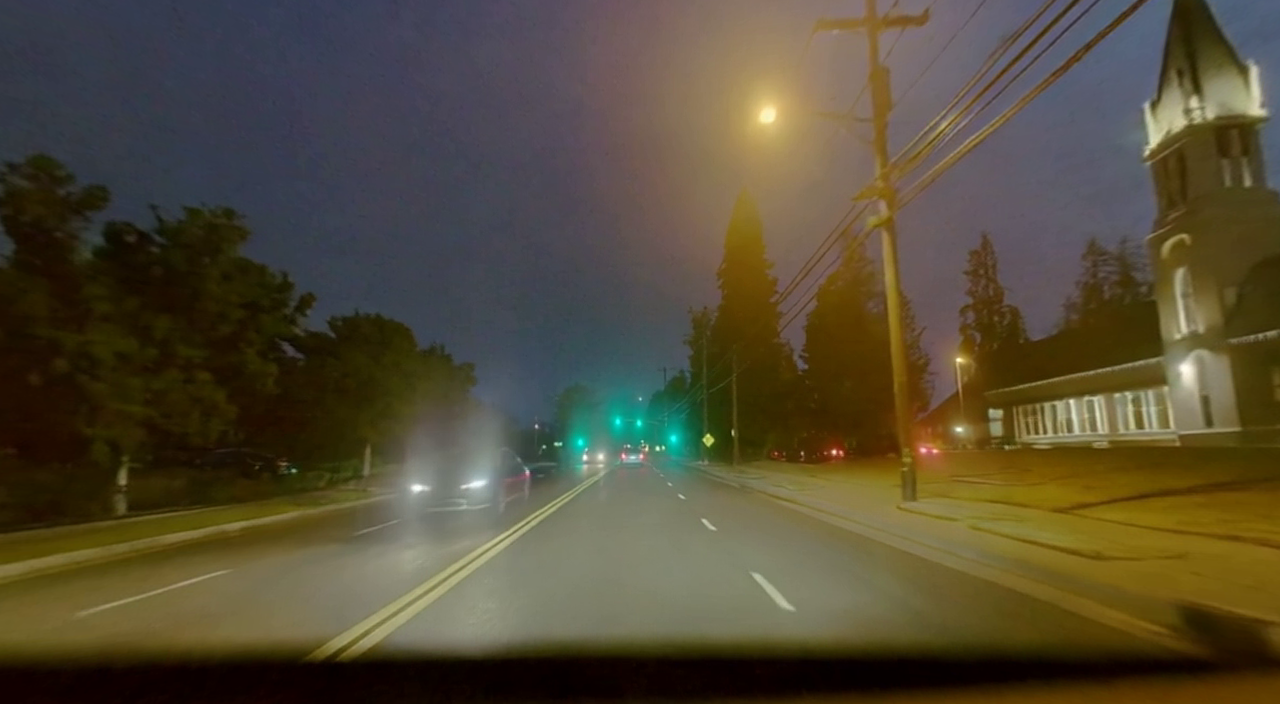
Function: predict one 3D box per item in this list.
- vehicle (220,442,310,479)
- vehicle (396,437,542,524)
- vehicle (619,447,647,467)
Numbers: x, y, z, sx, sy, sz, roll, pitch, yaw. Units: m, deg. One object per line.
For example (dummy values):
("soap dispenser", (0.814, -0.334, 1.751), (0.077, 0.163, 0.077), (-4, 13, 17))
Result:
("vehicle", (-20.040, 5.752, 33.594), (4.611, 1.837, 2.140), (-5, -10, 32))
("vehicle", (-3.601, 2.782, 14.236), (2.017, 1.634, 4.479), (0, -8, 0))
("vehicle", (-0.544, 8.059, 48.447), (2.093, 1.497, 4.010), (0, -8, -1))
